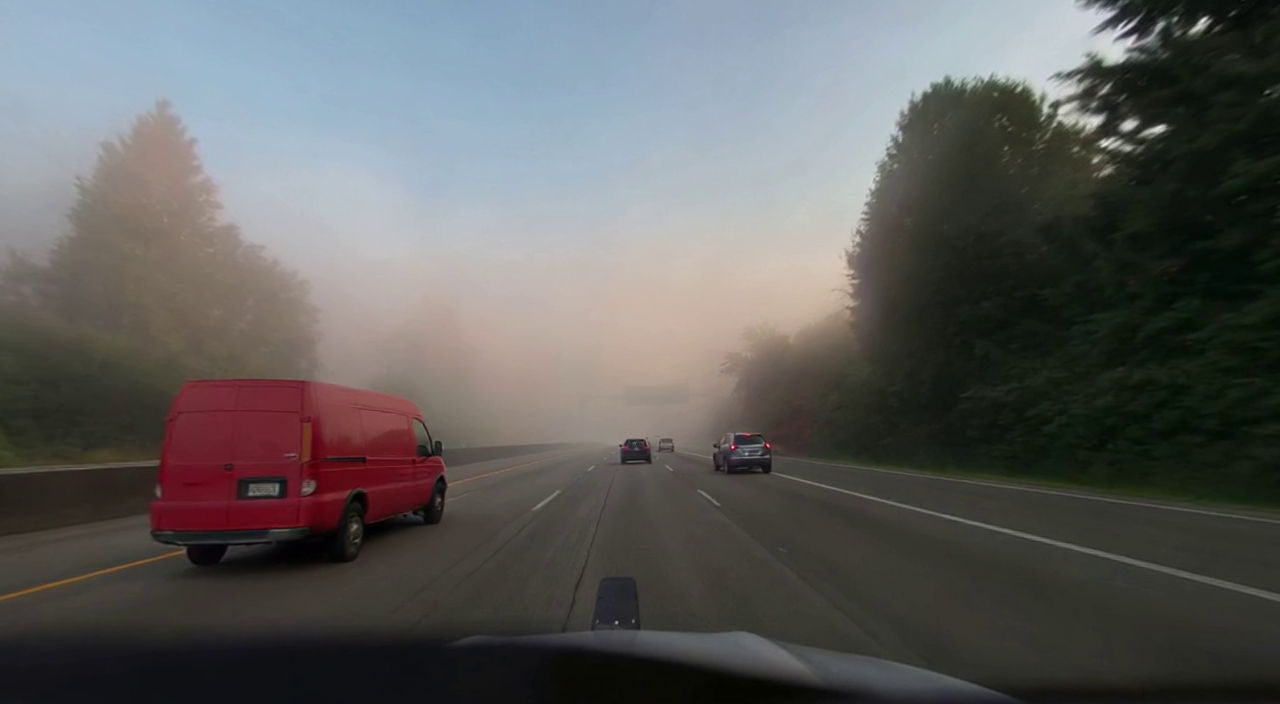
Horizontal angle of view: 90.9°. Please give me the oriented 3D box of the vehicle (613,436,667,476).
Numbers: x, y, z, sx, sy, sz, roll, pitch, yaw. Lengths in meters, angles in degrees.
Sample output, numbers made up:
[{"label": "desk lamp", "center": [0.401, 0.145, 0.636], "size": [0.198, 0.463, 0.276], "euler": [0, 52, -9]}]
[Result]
[{"label": "vehicle", "center": [-0.013, 4.107, 25.339], "size": [2.020, 1.464, 3.803], "euler": [0, -8, 0]}]

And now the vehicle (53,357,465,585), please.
[{"label": "vehicle", "center": [-4.152, 1.407, 8.308], "size": [2.275, 2.053, 5.082], "euler": [0, -8, -1]}]

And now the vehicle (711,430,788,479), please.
[{"label": "vehicle", "center": [3.994, 3.793, 23.719], "size": [1.996, 1.638, 4.496], "euler": [0, -8, -1]}]
